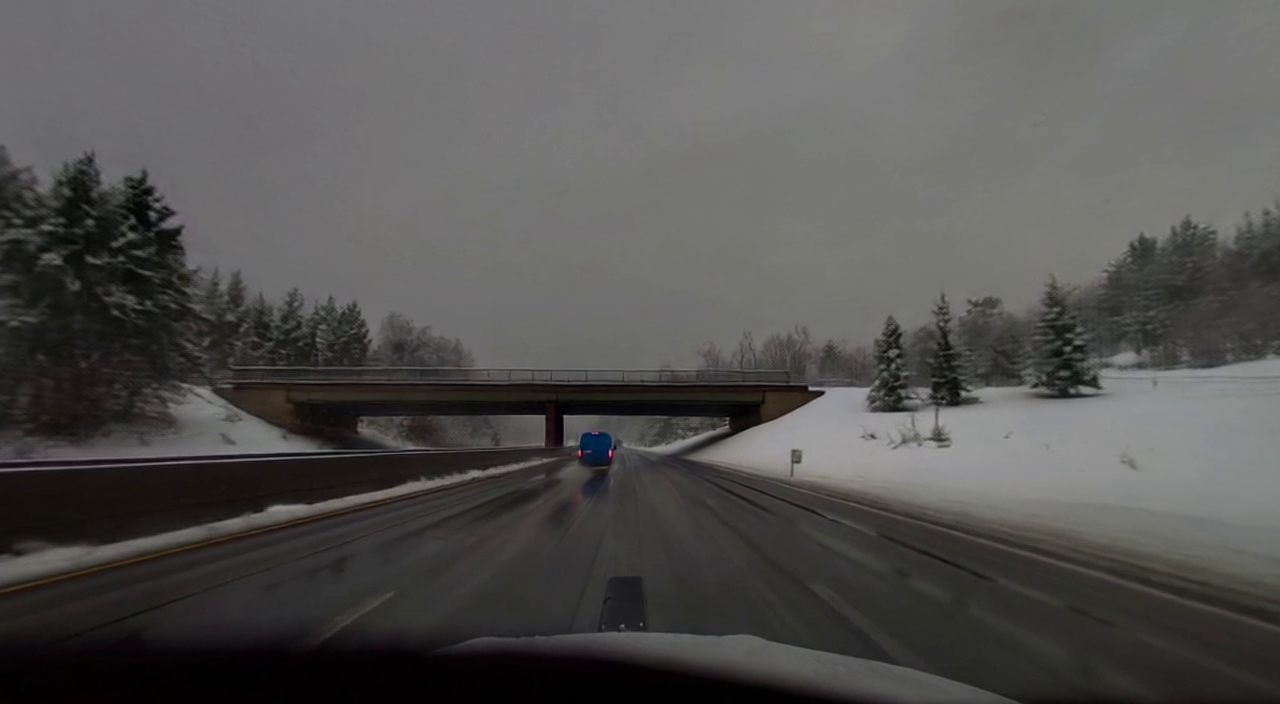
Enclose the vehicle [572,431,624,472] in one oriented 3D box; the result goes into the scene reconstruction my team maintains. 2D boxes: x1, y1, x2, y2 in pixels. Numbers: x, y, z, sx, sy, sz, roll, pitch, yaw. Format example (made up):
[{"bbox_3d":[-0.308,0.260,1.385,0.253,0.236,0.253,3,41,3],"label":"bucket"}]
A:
[{"bbox_3d":[-2.046,5.101,32.459,2.372,1.891,5.061,0,-8,-1],"label":"vehicle"}]
